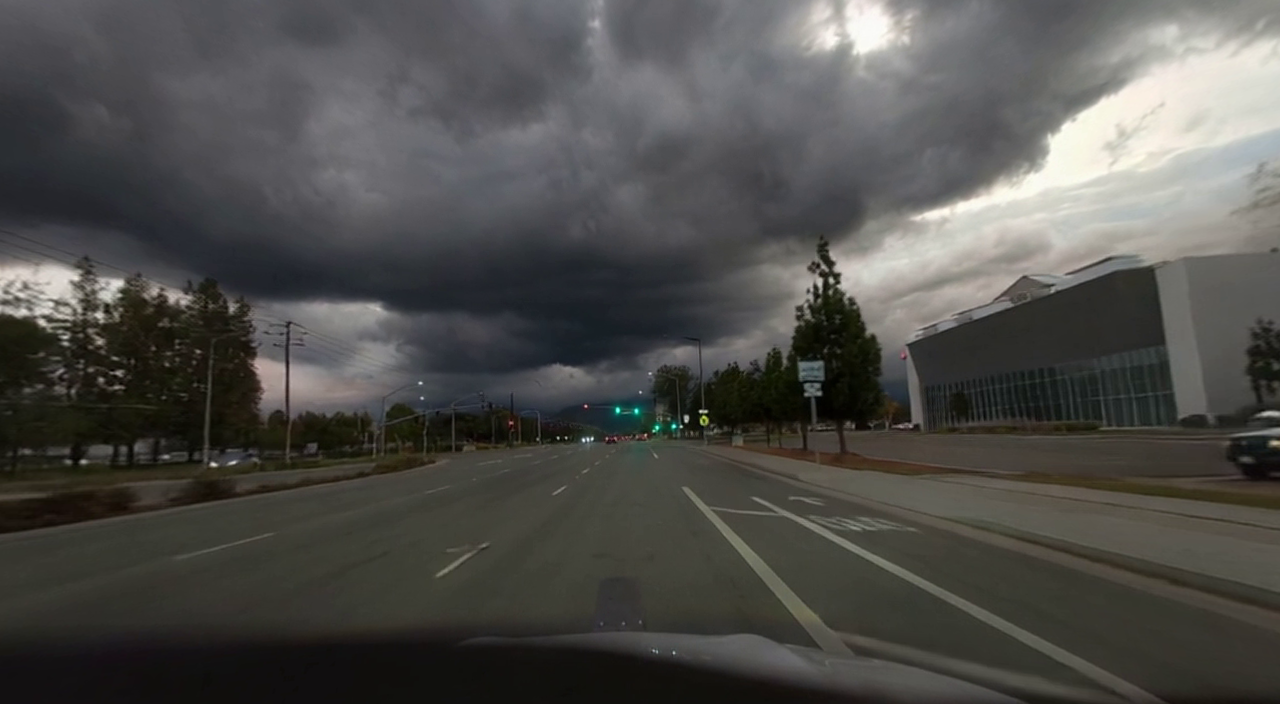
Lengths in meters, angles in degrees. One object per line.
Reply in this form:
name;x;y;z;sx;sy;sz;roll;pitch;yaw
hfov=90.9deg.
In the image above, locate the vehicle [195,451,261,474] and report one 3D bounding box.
vehicle;-32.328;8.655;49.628;2.013;1.496;4.799;0;-8;0
